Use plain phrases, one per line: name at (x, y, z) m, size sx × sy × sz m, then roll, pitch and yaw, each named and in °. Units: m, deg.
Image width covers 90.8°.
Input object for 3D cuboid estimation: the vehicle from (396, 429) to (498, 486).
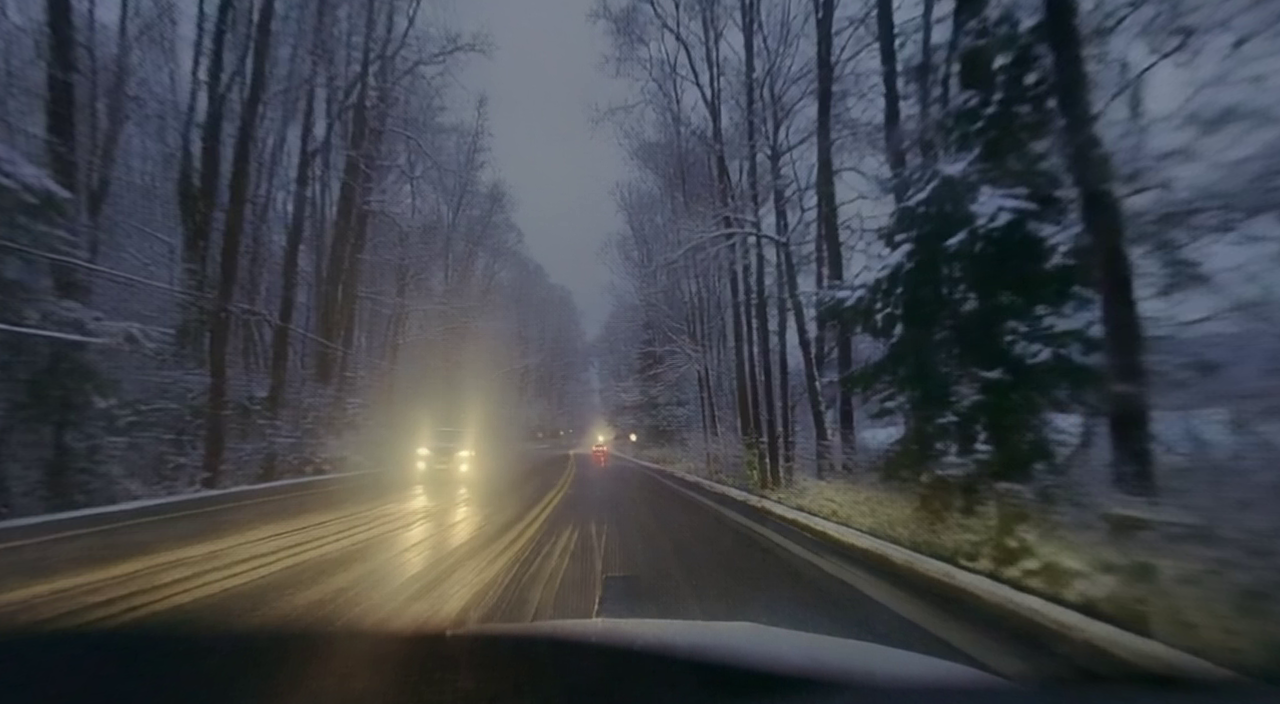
vehicle at (-6.510, 3.626, 21.933) m, size 2.318 × 1.754 × 4.328 m, roll 0°, pitch -9°, yaw -2°
